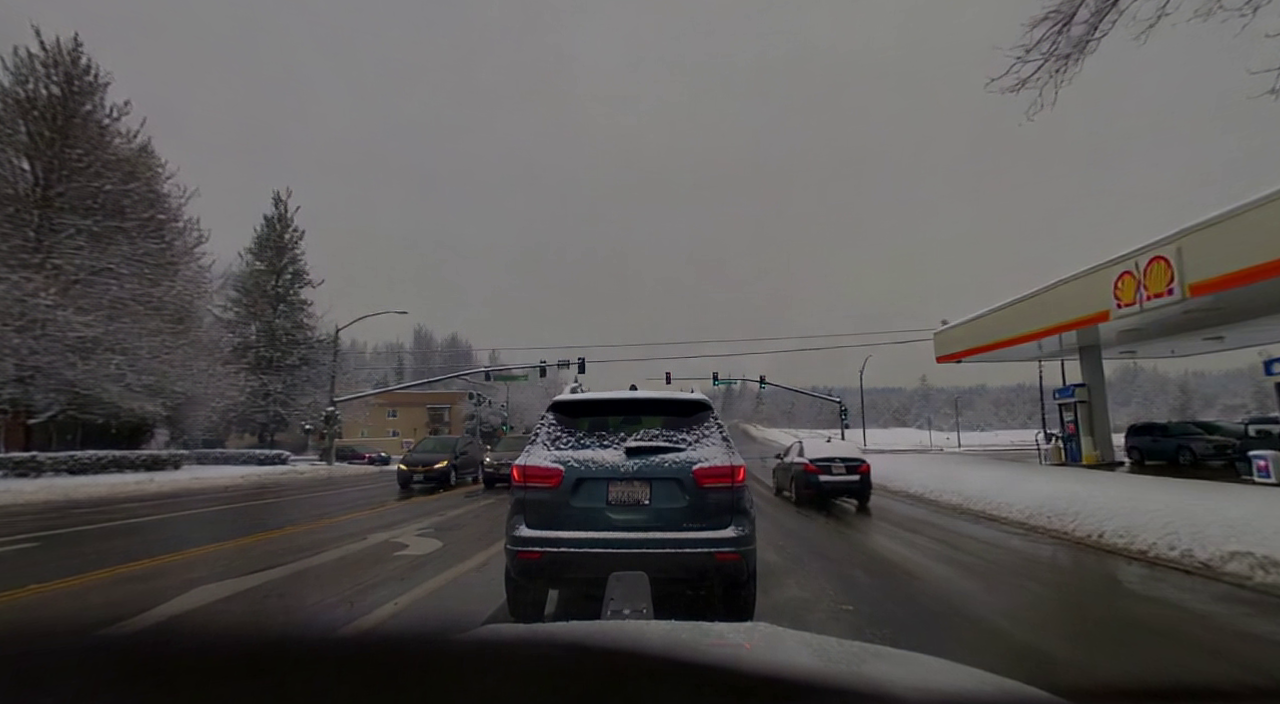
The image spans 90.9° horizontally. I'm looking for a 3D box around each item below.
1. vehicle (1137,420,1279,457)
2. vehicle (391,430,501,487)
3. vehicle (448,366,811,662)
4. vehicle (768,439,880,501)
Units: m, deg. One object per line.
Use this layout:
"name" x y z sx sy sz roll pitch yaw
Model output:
"vehicle" 25.944 3.967 28.775 4.551 1.616 1.973 -2 -9 11
"vehicle" -6.635 3.707 22.175 2.065 1.753 4.525 -1 -9 5
"vehicle" 0.011 1.320 6.134 2.236 1.819 4.291 0 -9 2
"vehicle" 4.937 3.217 17.643 2.041 1.490 4.471 -1 -9 4
